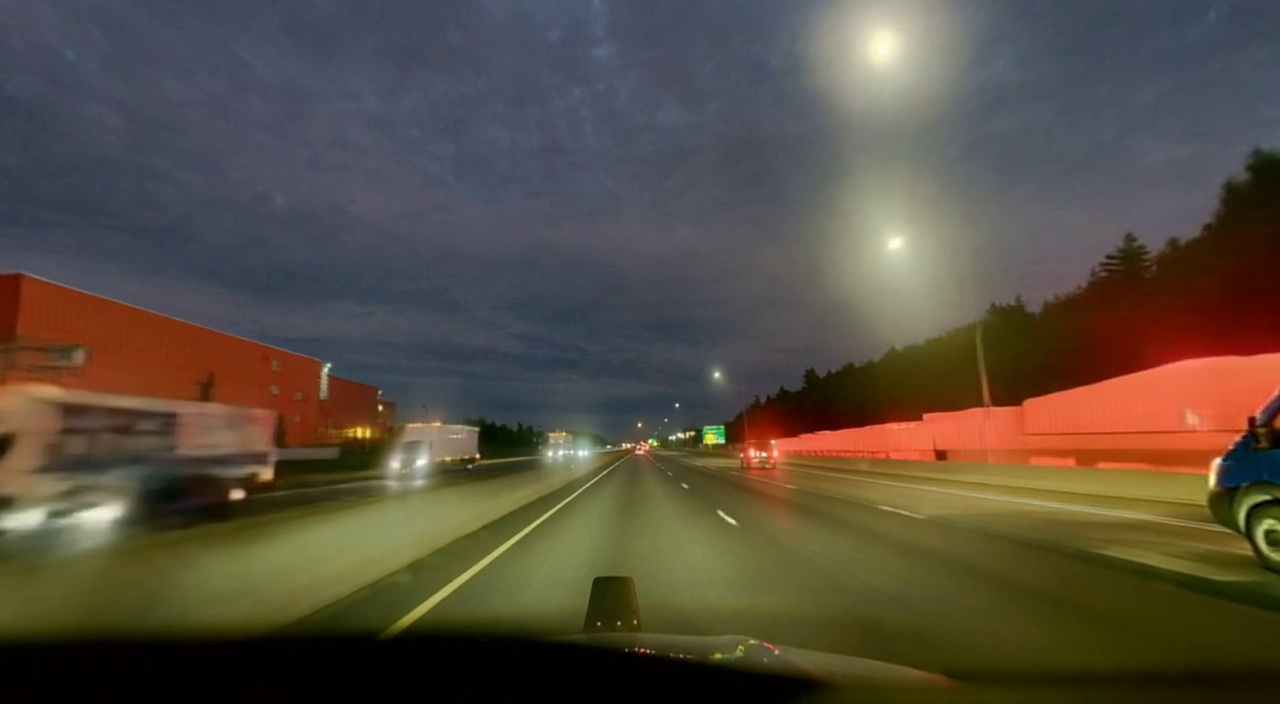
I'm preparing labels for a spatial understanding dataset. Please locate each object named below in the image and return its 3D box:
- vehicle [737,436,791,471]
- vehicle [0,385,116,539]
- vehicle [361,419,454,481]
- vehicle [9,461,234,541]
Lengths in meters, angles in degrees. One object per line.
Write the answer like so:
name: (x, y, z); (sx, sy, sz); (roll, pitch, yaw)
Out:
vehicle: (7.384, 6.145, 38.084); (2.156, 1.943, 5.010); (0, -9, -1)
vehicle: (-15.855, 2.478, 14.169); (2.894, 3.430, 5.832); (0, -9, -1)
vehicle: (-16.292, 6.988, 45.001); (2.966, 3.933, 9.734); (0, -9, 0)
vehicle: (-11.281, 3.210, 14.112); (1.741, 1.447, 3.839); (0, -9, 0)
